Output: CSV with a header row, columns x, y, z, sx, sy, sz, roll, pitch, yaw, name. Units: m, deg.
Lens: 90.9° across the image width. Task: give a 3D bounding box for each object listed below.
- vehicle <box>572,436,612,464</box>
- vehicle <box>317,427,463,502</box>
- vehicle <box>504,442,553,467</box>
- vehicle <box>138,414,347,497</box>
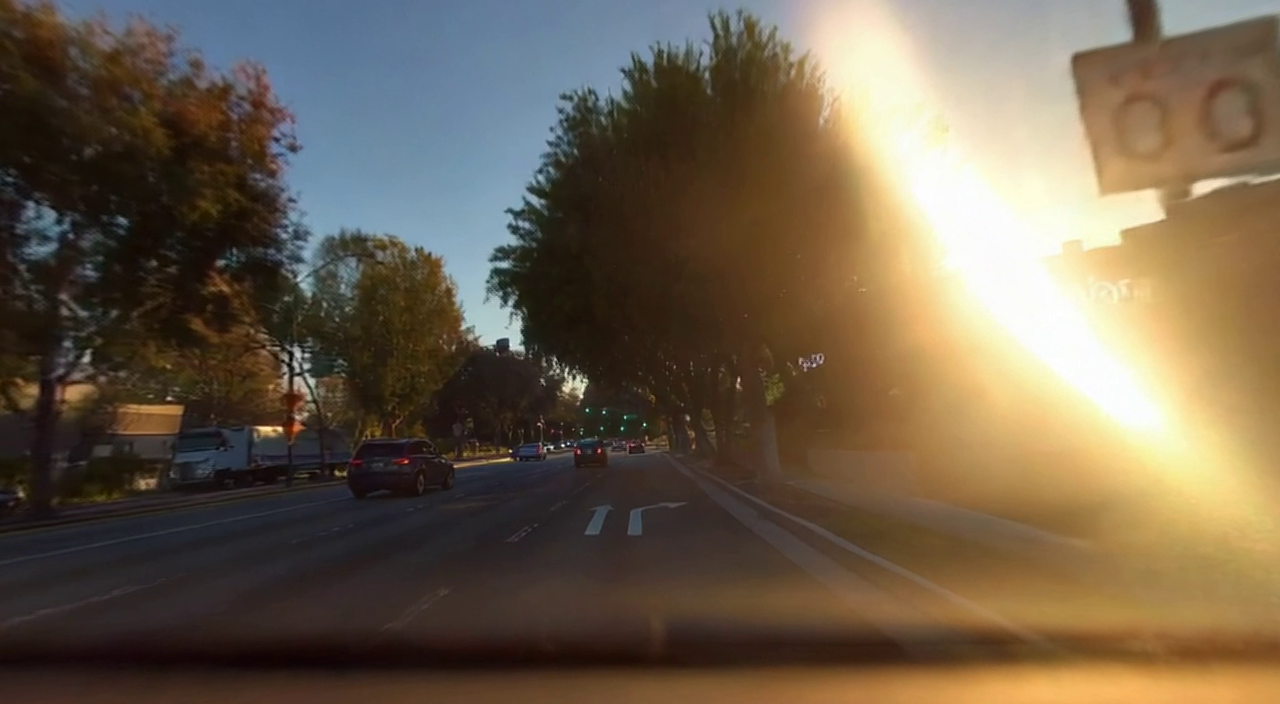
x,y,z,sx,sy,sz,roll,pitch,yaw,name
-2.956,6.093,39.384,2.100,1.661,3.837,0,-8,1,vehicle
-6.866,3.129,18.050,2.137,1.835,4.844,0,-8,1,vehicle
-6.702,6.187,38.380,2.072,1.427,4.328,0,-8,1,vehicle
-21.744,5.818,36.478,3.033,3.777,14.652,0,-8,-2,vehicle
